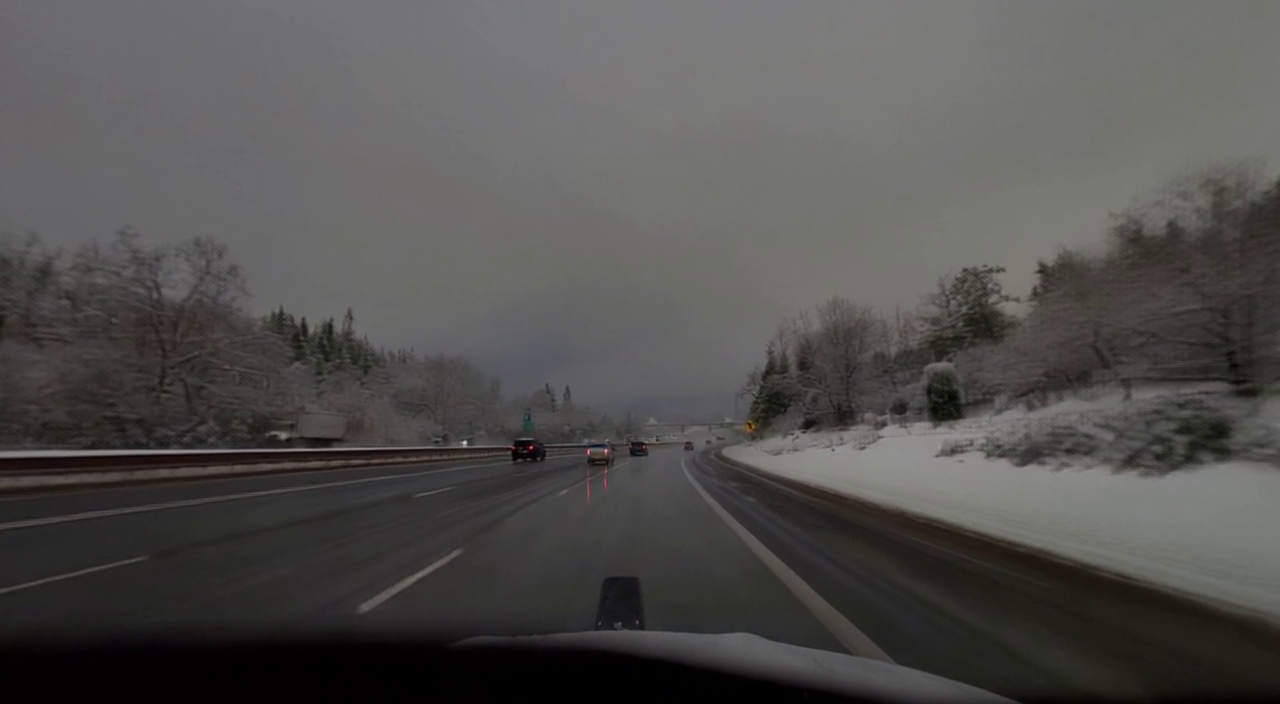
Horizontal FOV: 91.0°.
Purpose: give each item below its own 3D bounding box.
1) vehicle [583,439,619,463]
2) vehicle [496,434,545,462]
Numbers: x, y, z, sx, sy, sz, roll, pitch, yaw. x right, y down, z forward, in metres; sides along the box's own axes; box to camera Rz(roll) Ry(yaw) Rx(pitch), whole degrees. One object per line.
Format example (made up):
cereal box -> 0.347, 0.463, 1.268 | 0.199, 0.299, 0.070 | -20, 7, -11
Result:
vehicle -> -2.758, 7.129, 45.387 | 2.035, 1.673, 4.469 | 0, -9, 4
vehicle -> -9.057, 7.314, 48.130 | 2.264, 1.980, 5.574 | 0, -9, 4
